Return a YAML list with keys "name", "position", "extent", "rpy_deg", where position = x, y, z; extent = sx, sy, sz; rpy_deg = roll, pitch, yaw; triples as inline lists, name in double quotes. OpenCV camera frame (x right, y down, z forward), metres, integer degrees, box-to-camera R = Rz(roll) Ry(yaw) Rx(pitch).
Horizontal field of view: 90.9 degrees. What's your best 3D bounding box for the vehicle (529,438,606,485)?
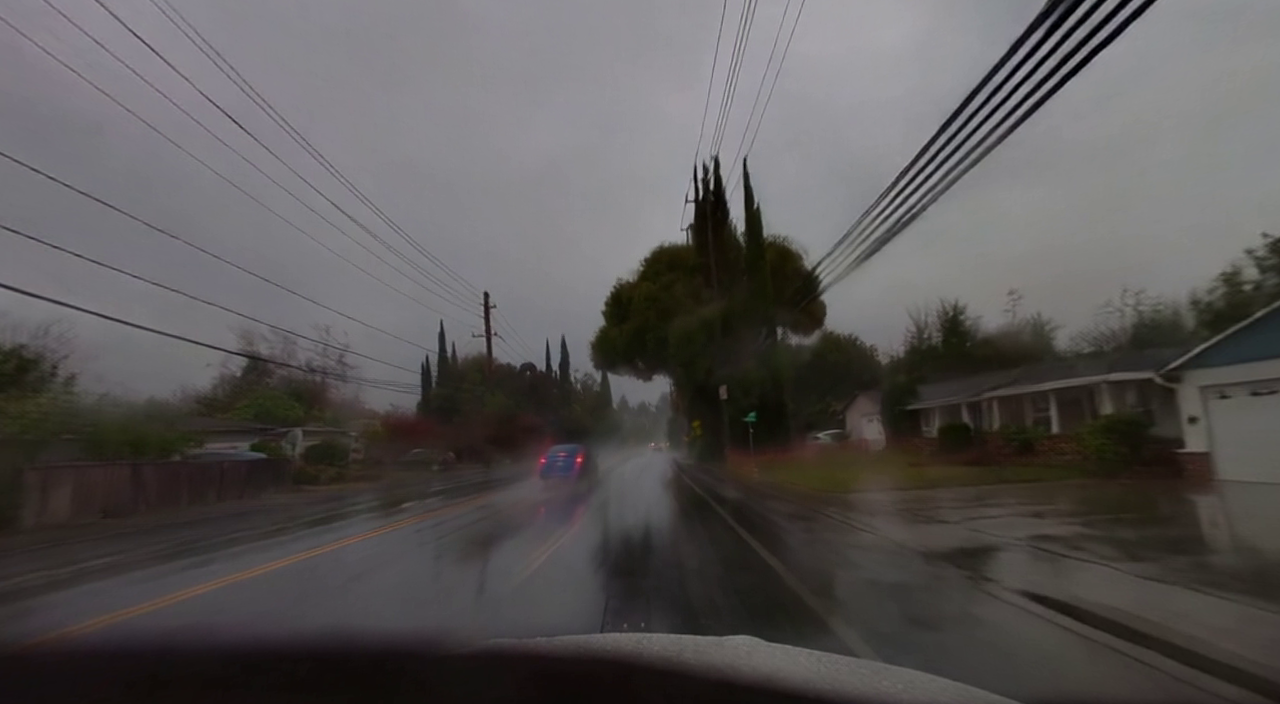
- name: "vehicle"
  position: [-2.528, 4.004, 23.405]
  extent: [2.085, 1.512, 5.023]
  rpy_deg: [-1, -8, 2]
